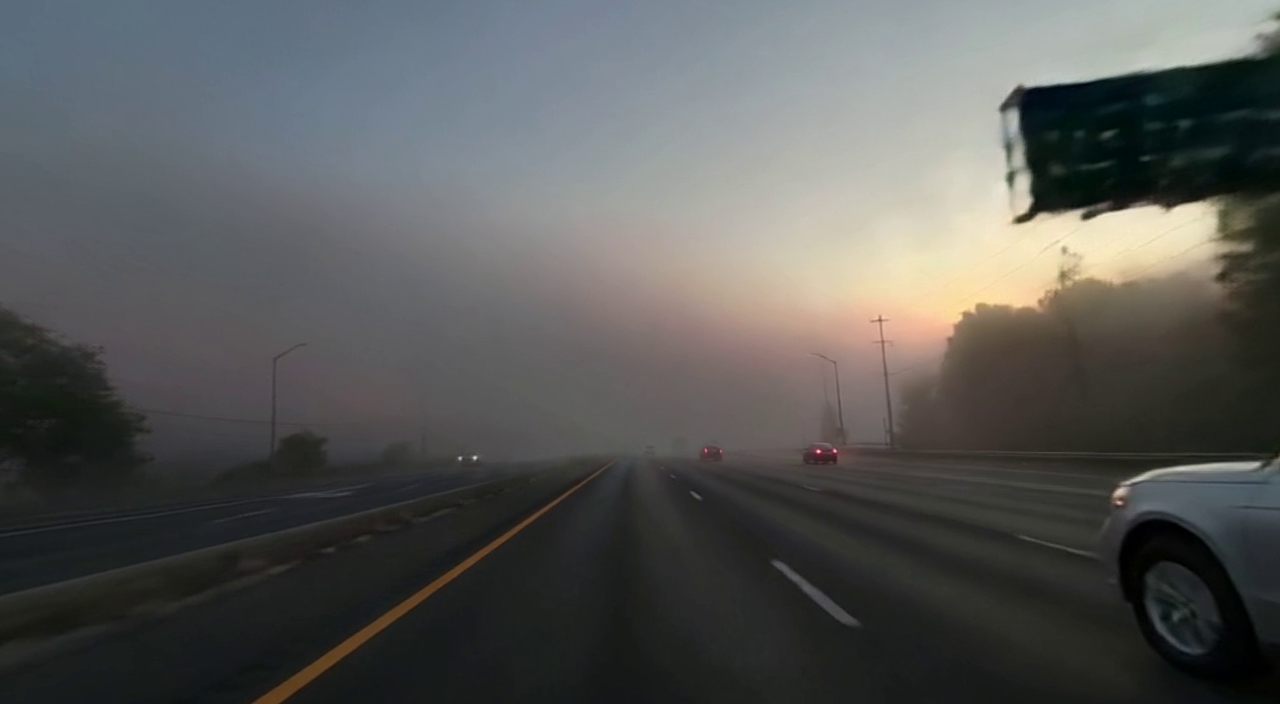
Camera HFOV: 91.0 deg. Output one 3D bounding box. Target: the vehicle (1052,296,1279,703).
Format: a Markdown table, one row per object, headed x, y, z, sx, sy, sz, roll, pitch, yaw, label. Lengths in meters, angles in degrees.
| x | y | z | sx | sy | sz | roll | pitch | yaw | label |
| --- | --- | --- | --- | --- | --- | --- | --- | --- | --- |
| 3.564 | 0.534 | 1.190 | 2.207 | 1.850 | 4.875 | 0 | -9 | 0 | vehicle |
